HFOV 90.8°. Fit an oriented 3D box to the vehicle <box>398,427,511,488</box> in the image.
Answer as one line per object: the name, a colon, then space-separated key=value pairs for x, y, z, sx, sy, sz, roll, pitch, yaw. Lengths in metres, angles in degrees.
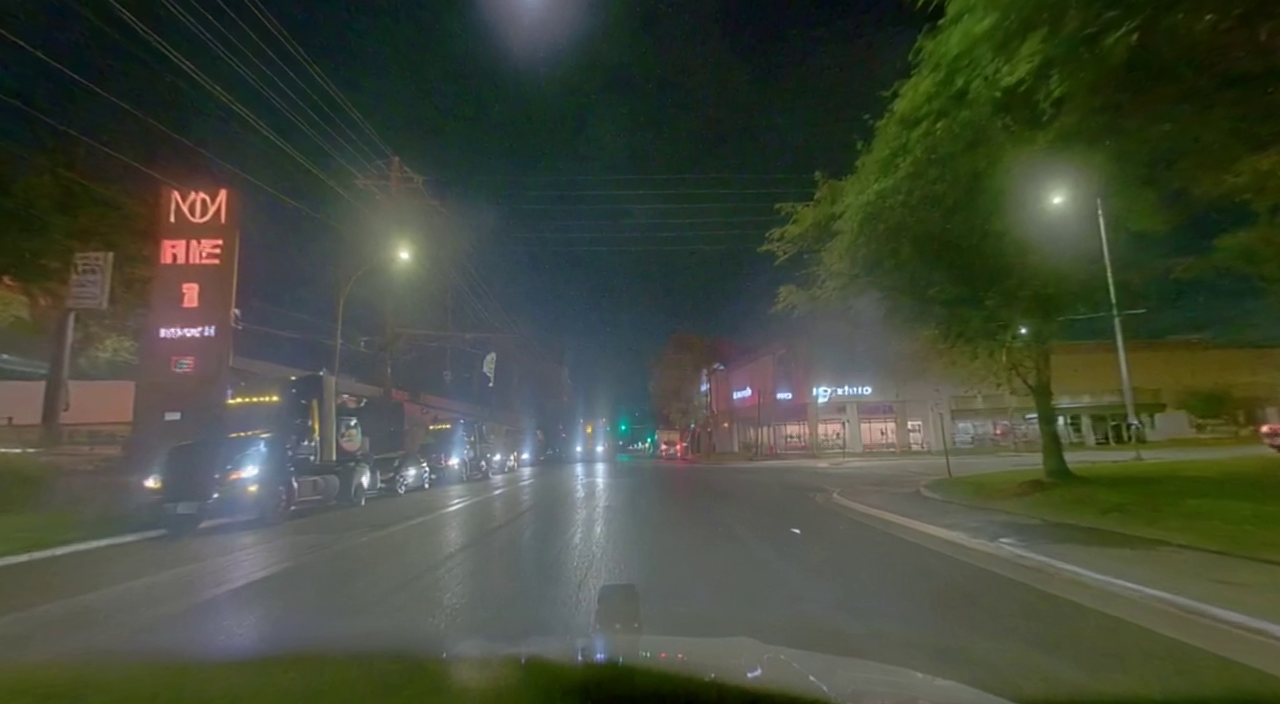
vehicle: x=-8.052 y=4.682 z=28.545 sx=2.737 sy=2.345 sz=7.210 roll=-1 pitch=-8 yaw=2

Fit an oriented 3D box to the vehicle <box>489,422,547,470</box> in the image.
vehicle: x=-8.649 y=6.785 z=45.815 sx=2.745 sy=3.157 sz=7.388 roll=0 pitch=-8 yaw=0

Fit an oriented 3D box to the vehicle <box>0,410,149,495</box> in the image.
vehicle: x=-20.344 y=3.299 z=20.811 sx=6.011 sy=2.585 sz=2.607 roll=0 pitch=-8 yaw=-1

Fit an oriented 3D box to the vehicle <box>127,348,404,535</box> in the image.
vehicle: x=-8.348 y=2.106 z=15.389 sx=2.811 sy=3.398 sz=6.693 roll=-3 pitch=-7 yaw=-1
